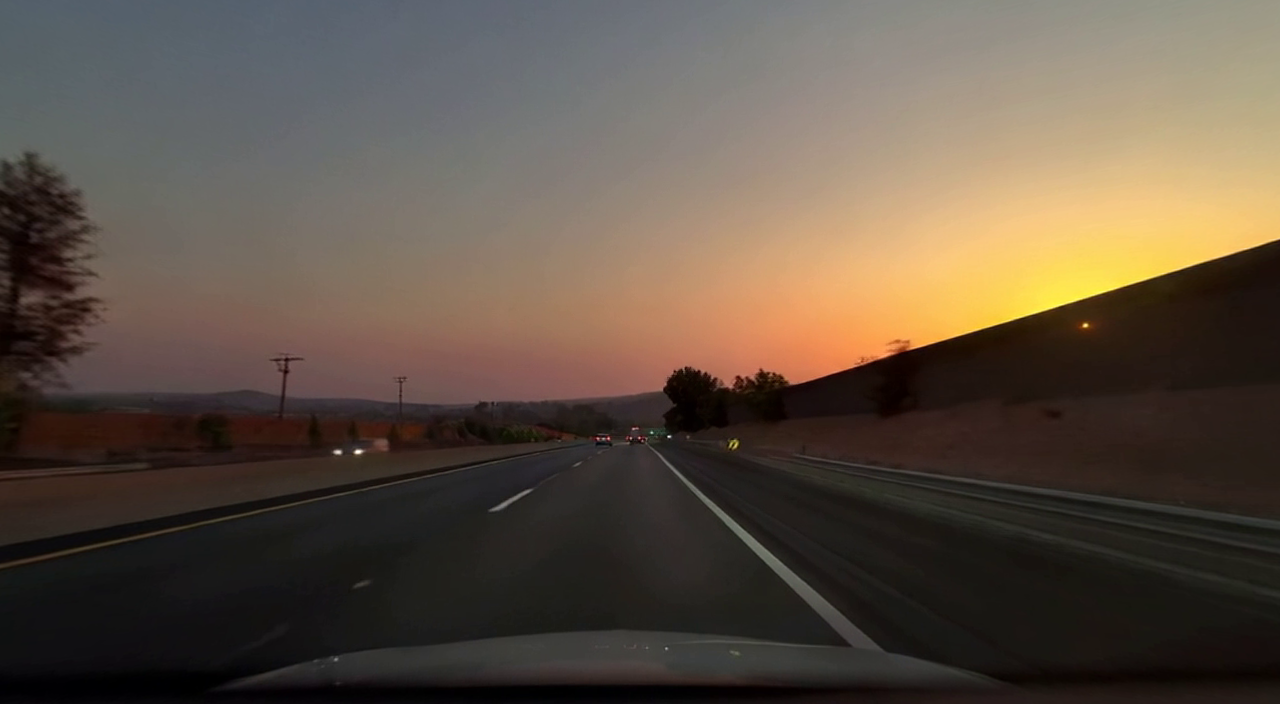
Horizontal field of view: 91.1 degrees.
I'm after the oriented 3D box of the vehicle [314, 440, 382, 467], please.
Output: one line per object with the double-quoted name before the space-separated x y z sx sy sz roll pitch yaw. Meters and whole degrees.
"vehicle" -17.597 6.113 38.149 1.962 1.520 4.598 0 -8 0
